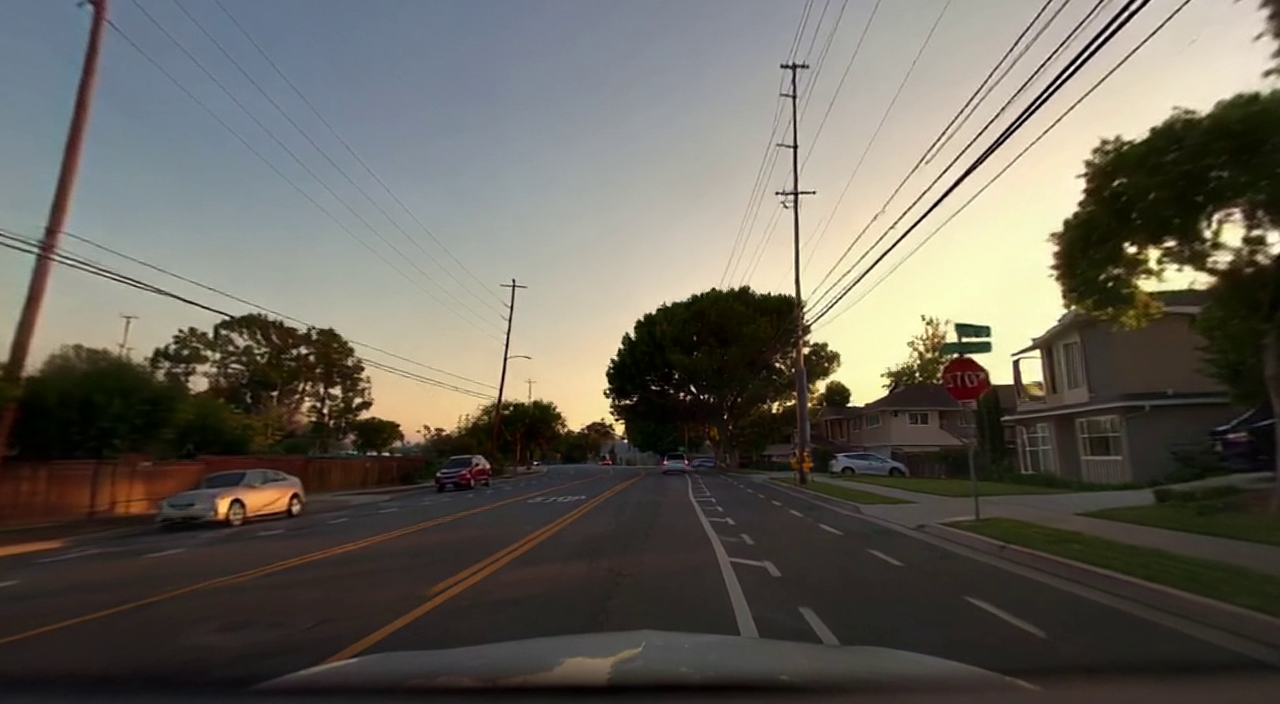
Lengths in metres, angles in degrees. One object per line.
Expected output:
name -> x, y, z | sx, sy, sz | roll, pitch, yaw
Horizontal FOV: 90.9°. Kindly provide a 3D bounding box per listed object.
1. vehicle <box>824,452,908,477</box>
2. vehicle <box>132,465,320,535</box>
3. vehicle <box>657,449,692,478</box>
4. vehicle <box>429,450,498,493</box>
vehicle -> 14.491, 7.237, 40.597 | 4.648, 1.511, 1.919 | 0, -8, 1
vehicle -> -10.792, 3.861, 16.949 | 1.965, 1.455, 4.472 | 0, -8, 1
vehicle -> 2.468, 7.930, 45.199 | 2.284, 1.741, 4.702 | 2, -8, 4
vehicle -> -9.400, 6.370, 34.122 | 1.998, 2.047, 5.167 | -1, -8, 3
